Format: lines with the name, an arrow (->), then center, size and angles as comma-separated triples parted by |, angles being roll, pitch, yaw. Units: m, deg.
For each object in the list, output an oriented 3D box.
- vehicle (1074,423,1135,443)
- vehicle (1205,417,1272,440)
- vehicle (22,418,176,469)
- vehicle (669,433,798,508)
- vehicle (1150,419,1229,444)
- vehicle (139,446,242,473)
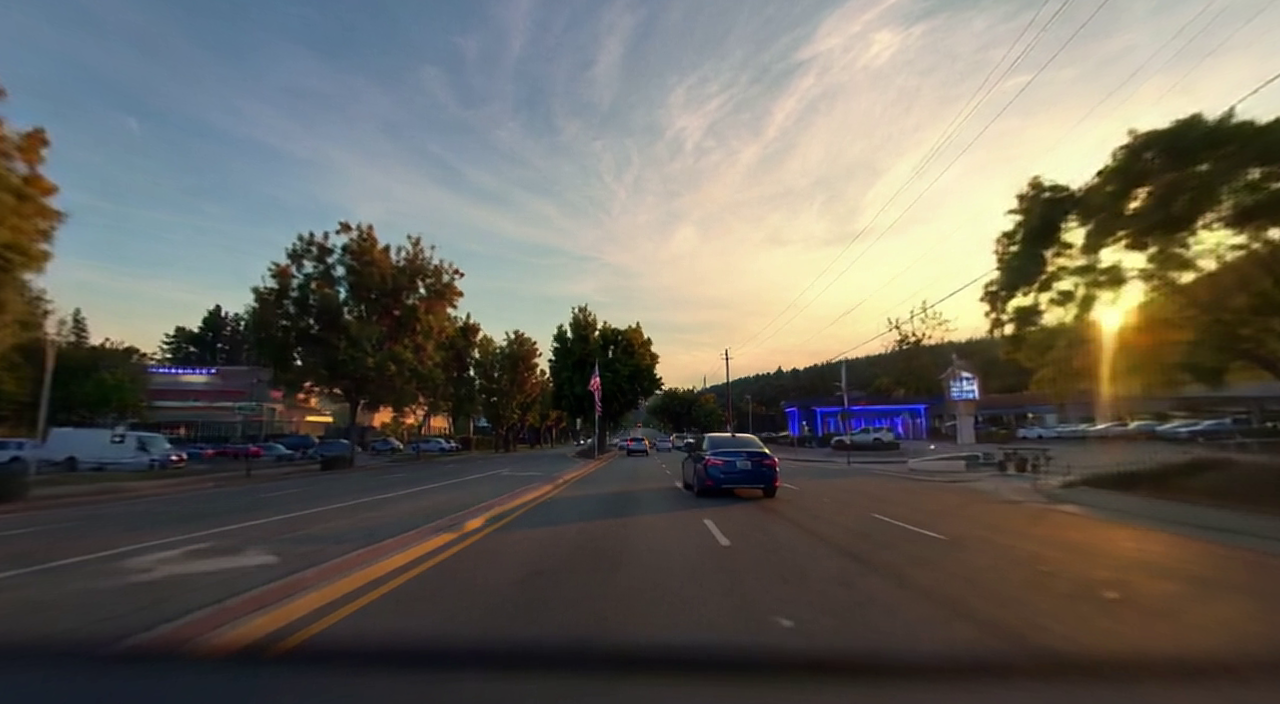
vehicle -> 34.219, 6.028, 46.558 | 1.882, 1.392, 4.562 | -2, -8, 12
vehicle -> 41.909, 5.397, 44.212 | 1.798, 1.447, 3.784 | -3, -9, 17
vehicle -> -35.201, 5.994, 41.249 | 7.010, 3.172, 3.077 | 0, -8, -1
vehicle -> 1.971, 2.702, 14.896 | 2.091, 1.472, 4.697 | 0, -8, -3
vehicle -> 34.967, 5.129, 40.254 | 1.842, 1.473, 4.620 | -2, -8, 15
vehicle -> -23.461, 5.589, 32.976 | 4.077, 1.342, 1.813 | -1, -8, 4
